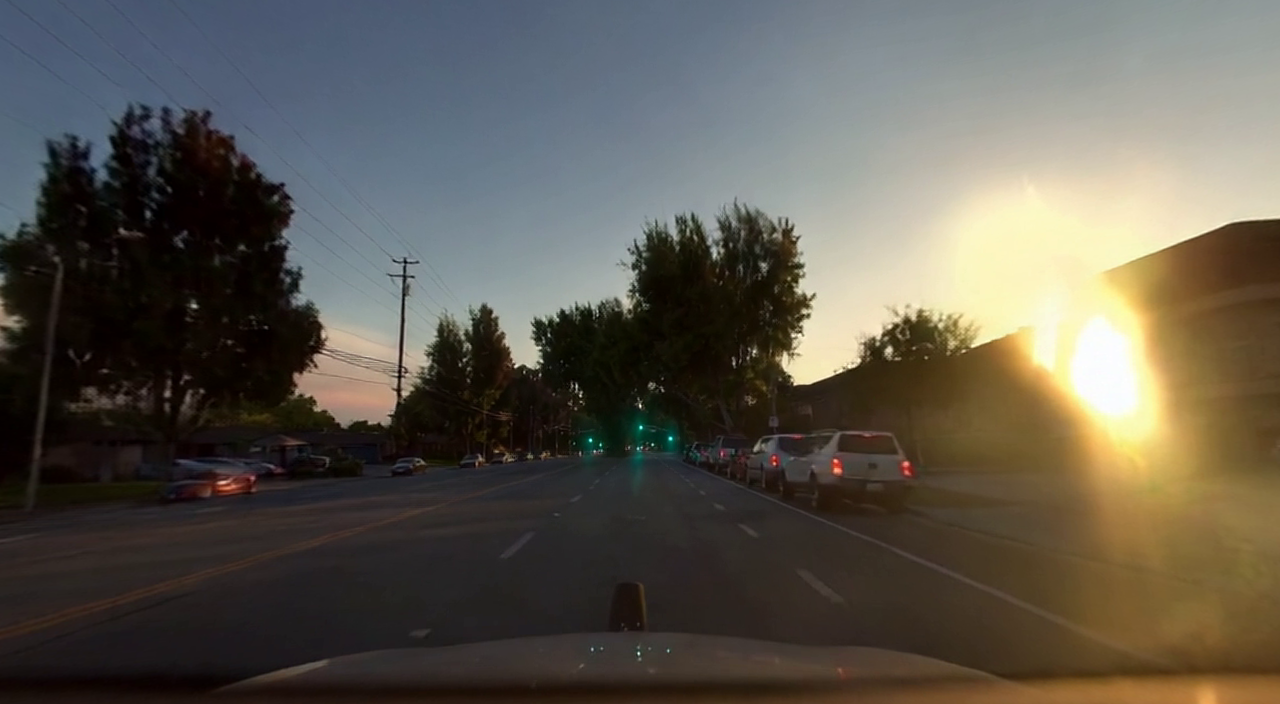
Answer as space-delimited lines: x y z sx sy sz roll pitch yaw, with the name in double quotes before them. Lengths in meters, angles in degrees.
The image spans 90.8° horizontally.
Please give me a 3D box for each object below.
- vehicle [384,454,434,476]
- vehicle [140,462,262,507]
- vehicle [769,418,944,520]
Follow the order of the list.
"vehicle" -17.537 8.610 48.203 2.039 1.508 4.613 -1 -9 2
"vehicle" -17.645 5.303 25.681 1.831 1.428 4.456 -3 -9 -1
"vehicle" 4.495 2.530 14.182 2.078 1.837 5.088 0 -9 0
